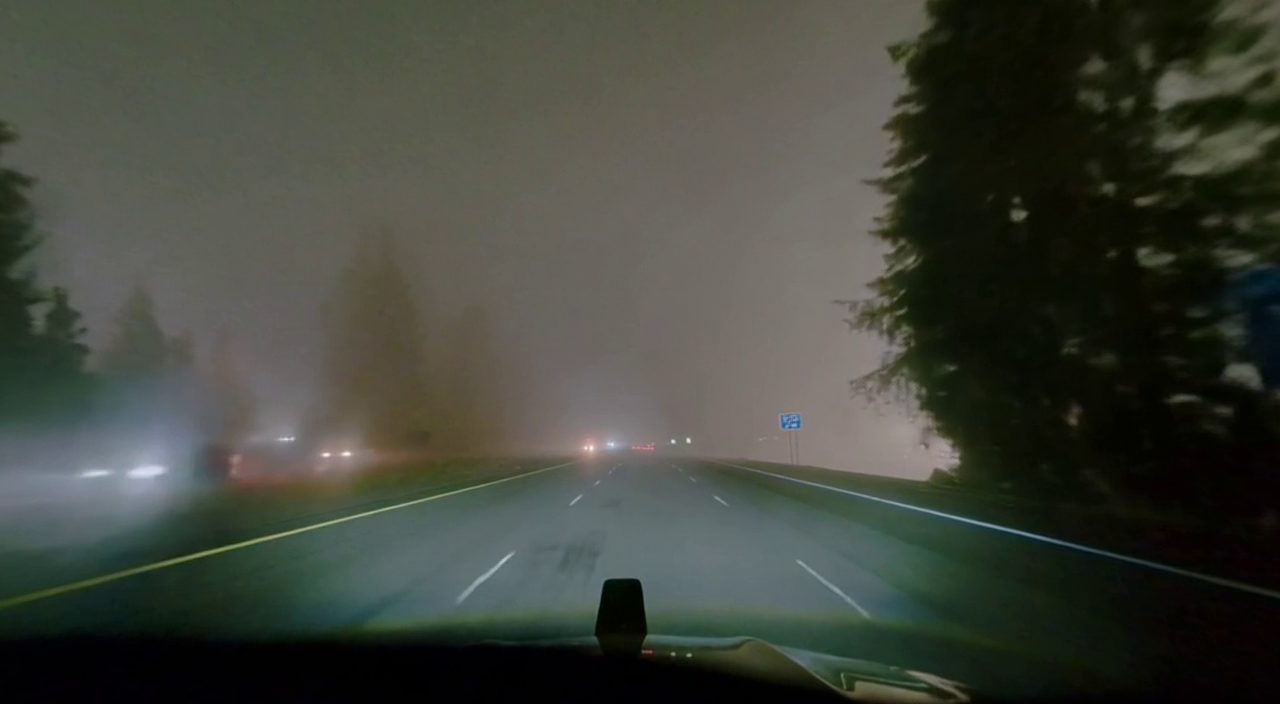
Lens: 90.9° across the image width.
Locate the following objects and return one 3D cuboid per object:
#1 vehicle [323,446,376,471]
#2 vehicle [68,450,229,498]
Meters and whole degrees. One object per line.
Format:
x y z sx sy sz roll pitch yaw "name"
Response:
-21.141 7.742 46.047 1.934 1.750 3.974 0 -8 0 "vehicle"
-16.880 4.187 22.036 1.911 1.446 4.547 0 -8 1 "vehicle"
